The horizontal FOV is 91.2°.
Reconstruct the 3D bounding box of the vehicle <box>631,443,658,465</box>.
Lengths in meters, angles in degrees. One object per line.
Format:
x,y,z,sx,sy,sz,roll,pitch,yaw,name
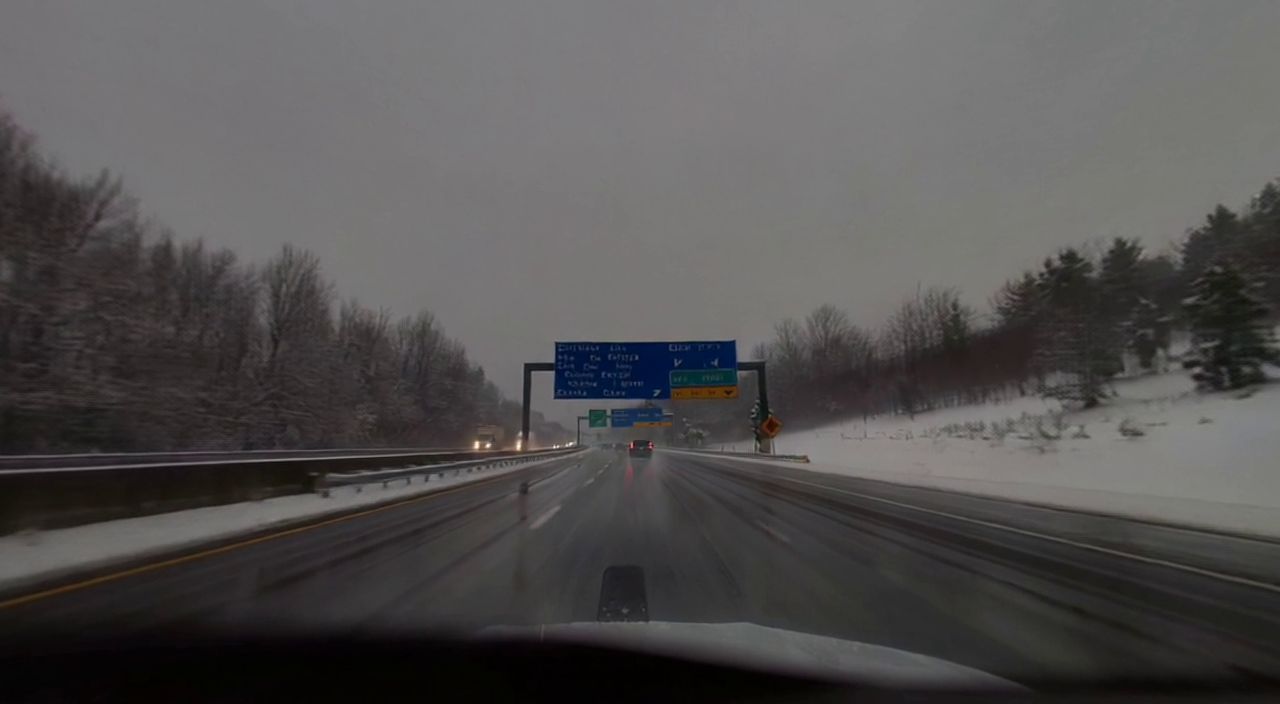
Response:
0.311,7.208,44.675,1.859,1.478,3.799,0,-8,0,vehicle
